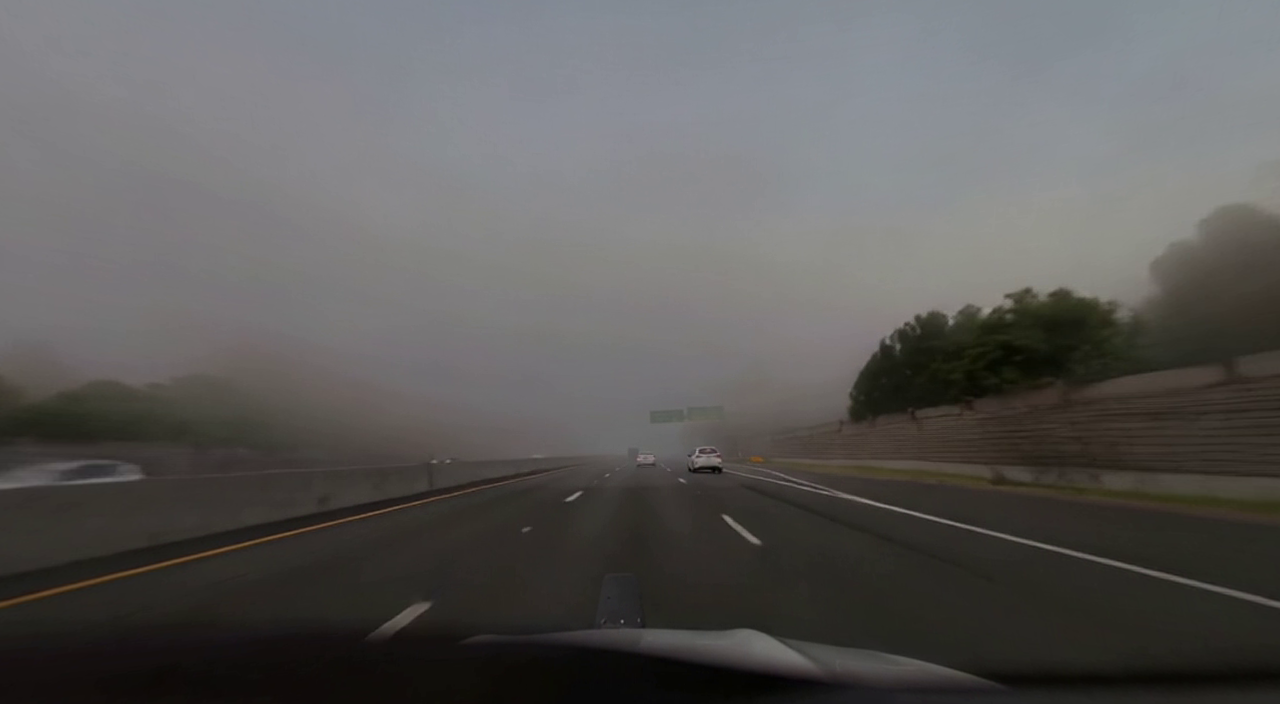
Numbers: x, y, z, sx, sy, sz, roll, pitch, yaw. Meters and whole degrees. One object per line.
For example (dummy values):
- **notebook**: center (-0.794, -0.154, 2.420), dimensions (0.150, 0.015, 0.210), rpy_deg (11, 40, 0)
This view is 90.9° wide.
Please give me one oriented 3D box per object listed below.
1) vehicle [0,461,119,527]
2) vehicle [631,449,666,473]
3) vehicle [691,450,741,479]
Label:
- **vehicle**: center (-16.109, 3.563, 15.932), dimensions (1.919, 1.473, 4.498), rpy_deg (-1, -9, 1)
- **vehicle**: center (0.490, 6.803, 39.377), dimensions (2.065, 1.400, 4.028), rpy_deg (0, -9, 0)
- **vehicle**: center (3.632, 5.434, 30.672), dimensions (1.883, 1.320, 3.386), rpy_deg (0, -9, -2)
